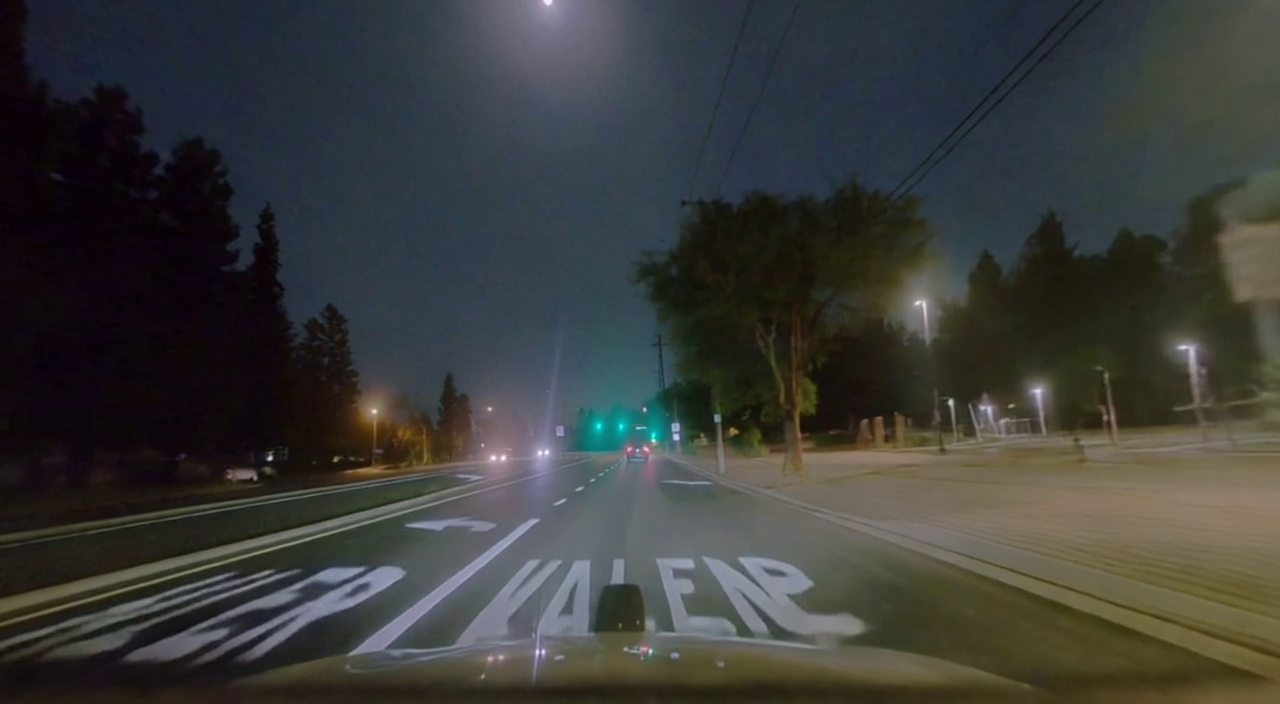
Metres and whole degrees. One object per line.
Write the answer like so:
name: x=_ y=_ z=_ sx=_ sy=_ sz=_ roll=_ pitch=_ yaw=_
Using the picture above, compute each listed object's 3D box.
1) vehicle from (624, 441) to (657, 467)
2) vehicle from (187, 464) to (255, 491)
vehicle: x=-0.005 y=6.737 z=41.711 sx=2.045 sy=1.613 sz=4.210 roll=0 pitch=-8 yaw=-1
vehicle: x=-30.038 y=8.993 z=45.498 sx=1.949 sy=1.702 sz=4.593 roll=1 pitch=-9 yaw=-3
